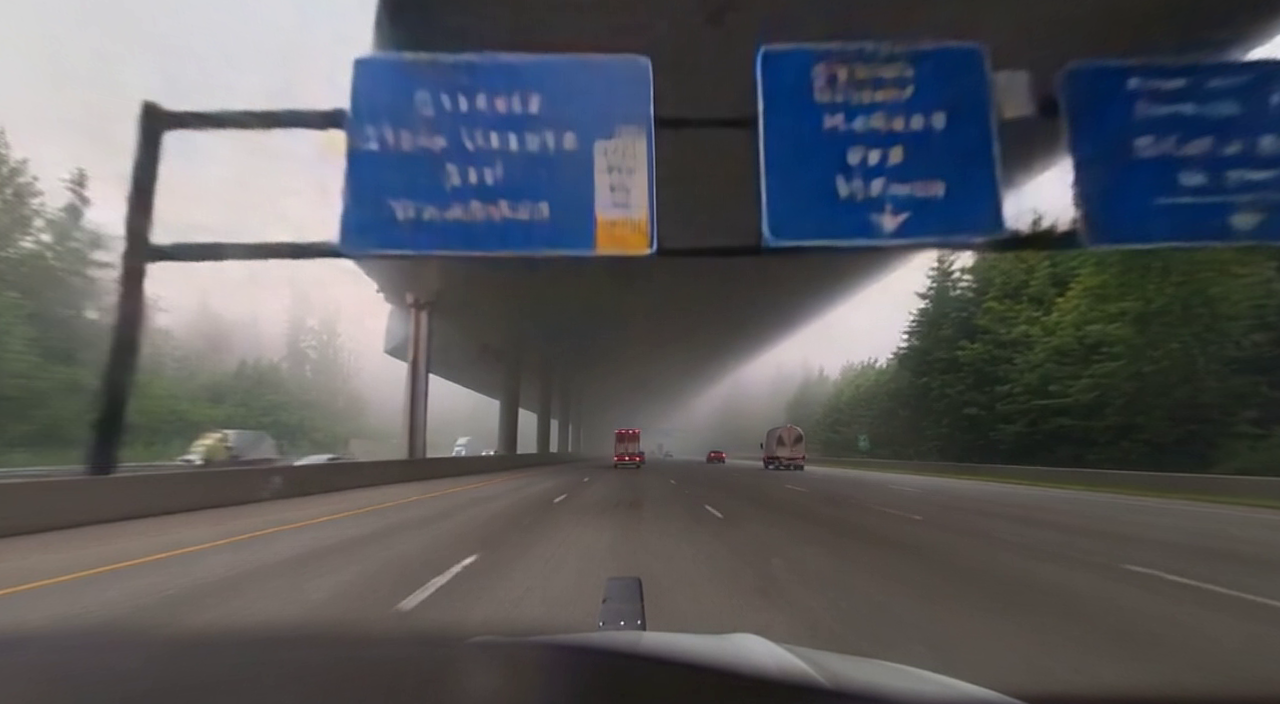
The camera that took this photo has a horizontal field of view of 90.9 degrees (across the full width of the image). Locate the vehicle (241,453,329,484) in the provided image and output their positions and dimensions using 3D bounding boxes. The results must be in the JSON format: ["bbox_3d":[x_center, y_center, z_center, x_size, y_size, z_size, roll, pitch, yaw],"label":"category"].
[{"bbox_3d":[-18.602,6.090,33.295,1.988,1.511,4.496,0,-9,0],"label":"vehicle"}]

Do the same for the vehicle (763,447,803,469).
[{"bbox_3d":[10.872,8.109,48.218,1.989,1.591,4.348,0,-9,-1],"label":"vehicle"}]

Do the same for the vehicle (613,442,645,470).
[{"bbox_3d":[-0.763,7.333,44.360,2.167,1.847,4.097,0,-9,-1],"label":"vehicle"}]
